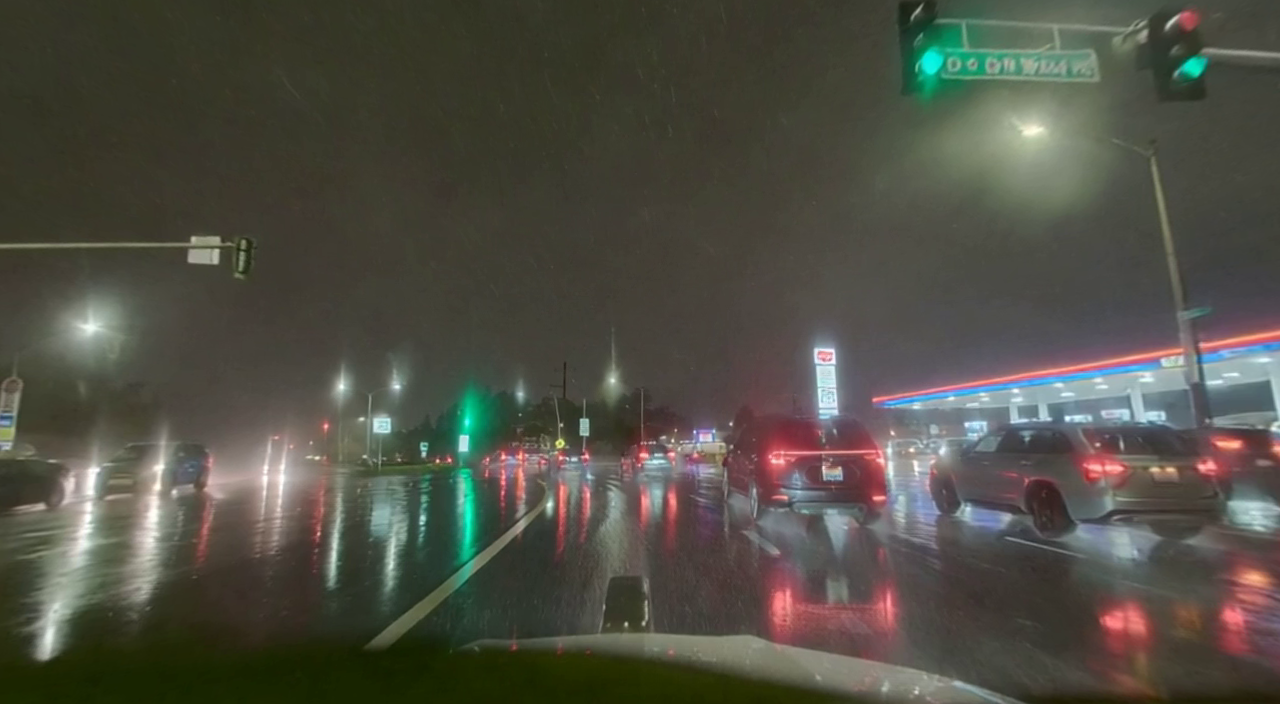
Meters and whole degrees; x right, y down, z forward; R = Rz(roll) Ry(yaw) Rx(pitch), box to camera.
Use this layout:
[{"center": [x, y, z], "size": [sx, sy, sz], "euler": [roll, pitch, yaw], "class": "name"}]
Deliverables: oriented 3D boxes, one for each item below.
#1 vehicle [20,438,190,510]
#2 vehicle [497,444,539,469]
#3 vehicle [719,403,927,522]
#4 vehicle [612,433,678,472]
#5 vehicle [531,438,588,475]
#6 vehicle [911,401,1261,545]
[{"center": [-18.514, 4.165, 22.380], "size": [2.811, 2.105, 6.404], "euler": [4, -9, -24], "class": "vehicle"}, {"center": [-8.590, 7.274, 44.190], "size": [2.193, 1.609, 3.874], "euler": [3, -9, -21], "class": "vehicle"}, {"center": [3.072, 2.009, 11.915], "size": [2.184, 1.777, 4.712], "euler": [1, -8, -5], "class": "vehicle"}, {"center": [0.144, 4.546, 28.663], "size": [2.012, 1.612, 4.114], "euler": [2, -9, -14], "class": "vehicle"}, {"center": [-3.782, 4.784, 29.079], "size": [2.107, 1.527, 4.174], "euler": [2, -9, -14], "class": "vehicle"}, {"center": [5.965, 1.675, 9.292], "size": [1.881, 1.604, 4.289], "euler": [0, -8, -2], "class": "vehicle"}]
